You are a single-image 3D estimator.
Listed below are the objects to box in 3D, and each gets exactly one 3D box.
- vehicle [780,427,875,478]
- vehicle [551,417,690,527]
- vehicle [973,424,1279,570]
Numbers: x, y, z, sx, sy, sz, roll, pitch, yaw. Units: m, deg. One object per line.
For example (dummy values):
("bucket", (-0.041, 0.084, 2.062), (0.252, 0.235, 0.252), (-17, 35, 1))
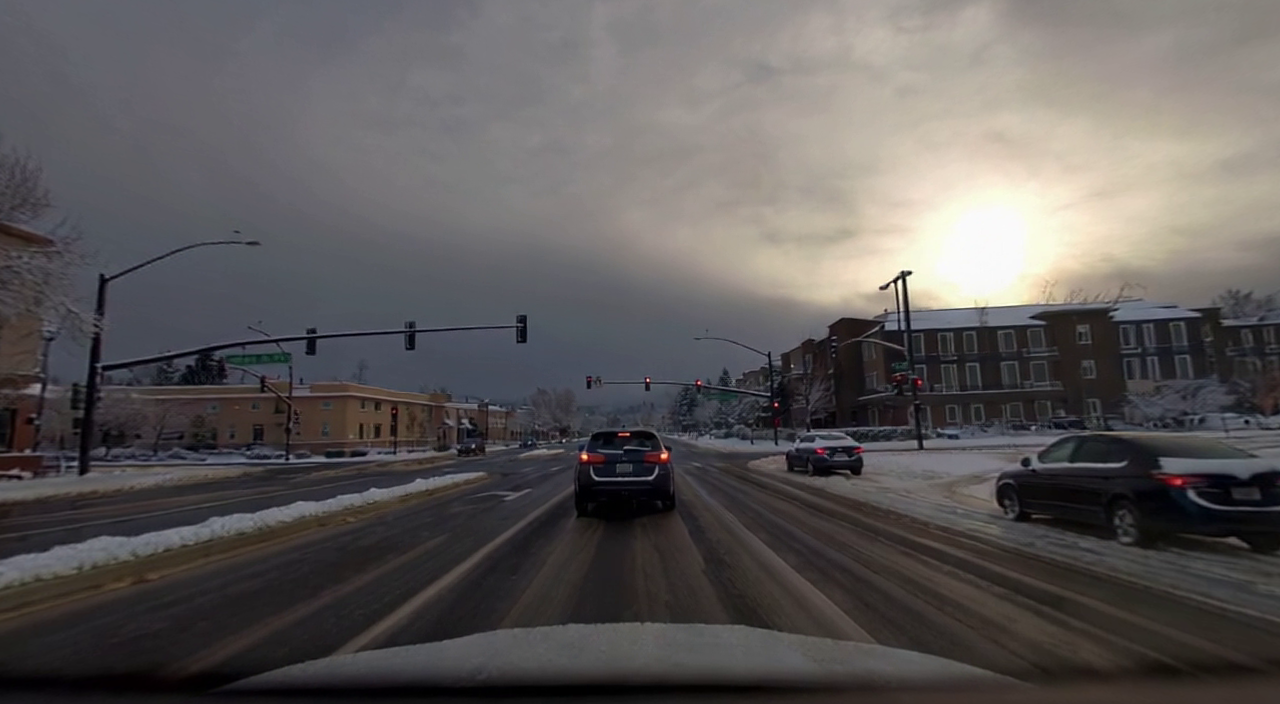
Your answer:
("vehicle", (6.474, 3.549, 22.383), (1.963, 1.611, 4.359), (0, -9, -1))
("vehicle", (-0.303, 2.060, 11.304), (2.032, 1.593, 3.896), (0, -9, 0))
("vehicle", (6.447, 1.736, 8.355), (1.768, 1.417, 4.213), (0, -9, 0))
